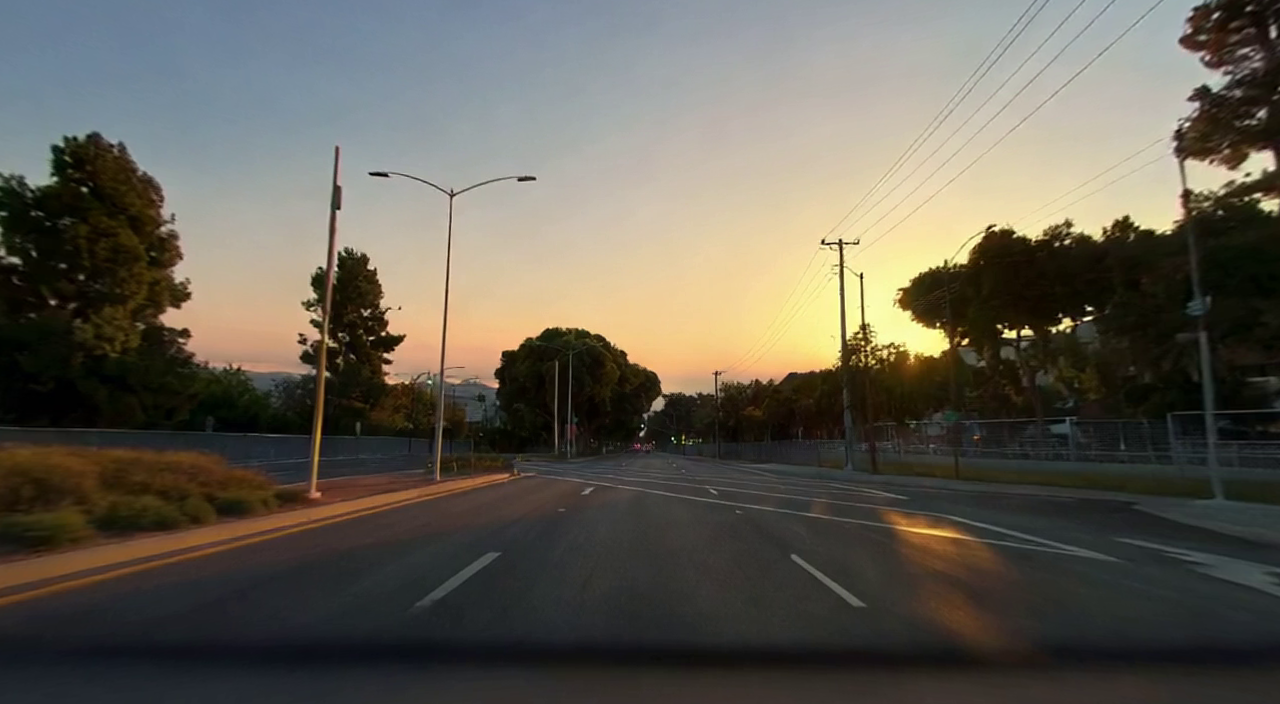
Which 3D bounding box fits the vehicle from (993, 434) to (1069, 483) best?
[{"bbox_3d":[15.987,4.351,25.944,1.800,1.840,2.969,-3,-9,16],"label":"vehicle"}]
